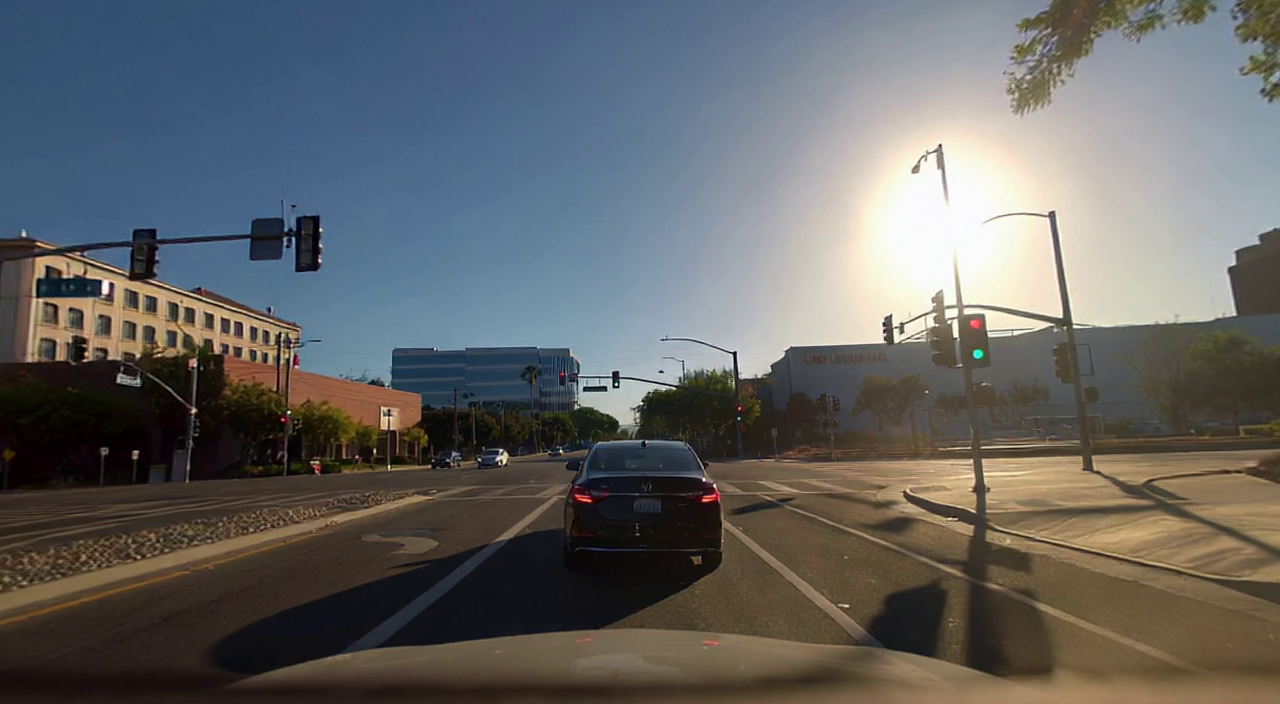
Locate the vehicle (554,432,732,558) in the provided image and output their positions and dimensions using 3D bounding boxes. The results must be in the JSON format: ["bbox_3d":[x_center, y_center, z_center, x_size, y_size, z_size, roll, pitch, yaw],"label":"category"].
[{"bbox_3d":[0.005,1.999,9.523,2.107,1.470,3.974,0,-9,-1],"label":"vehicle"}]
